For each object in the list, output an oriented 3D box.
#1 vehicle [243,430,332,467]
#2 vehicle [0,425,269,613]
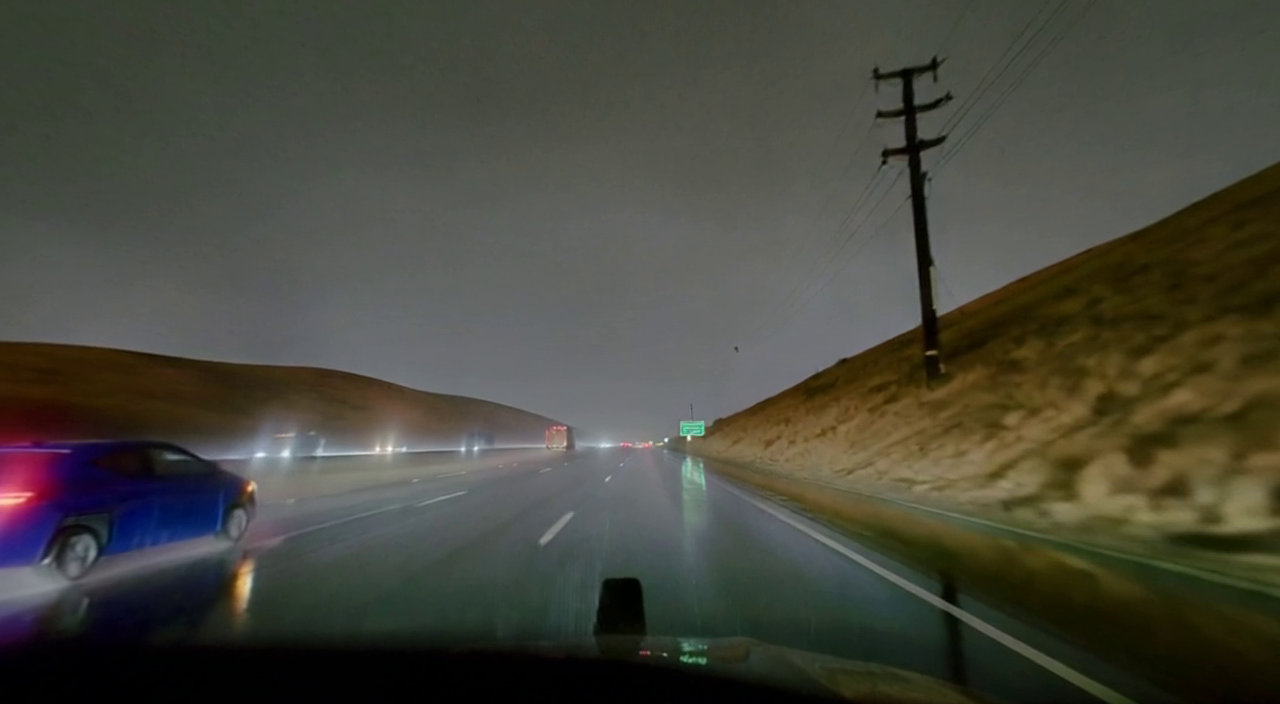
[{"bbox_3d":[-20.706,5.720,37.287,2.268,2.017,4.996,0,-9,1],"label":"vehicle"},{"bbox_3d":[-6.008,1.481,6.092,1.955,1.469,4.554,0,-8,1],"label":"vehicle"}]
